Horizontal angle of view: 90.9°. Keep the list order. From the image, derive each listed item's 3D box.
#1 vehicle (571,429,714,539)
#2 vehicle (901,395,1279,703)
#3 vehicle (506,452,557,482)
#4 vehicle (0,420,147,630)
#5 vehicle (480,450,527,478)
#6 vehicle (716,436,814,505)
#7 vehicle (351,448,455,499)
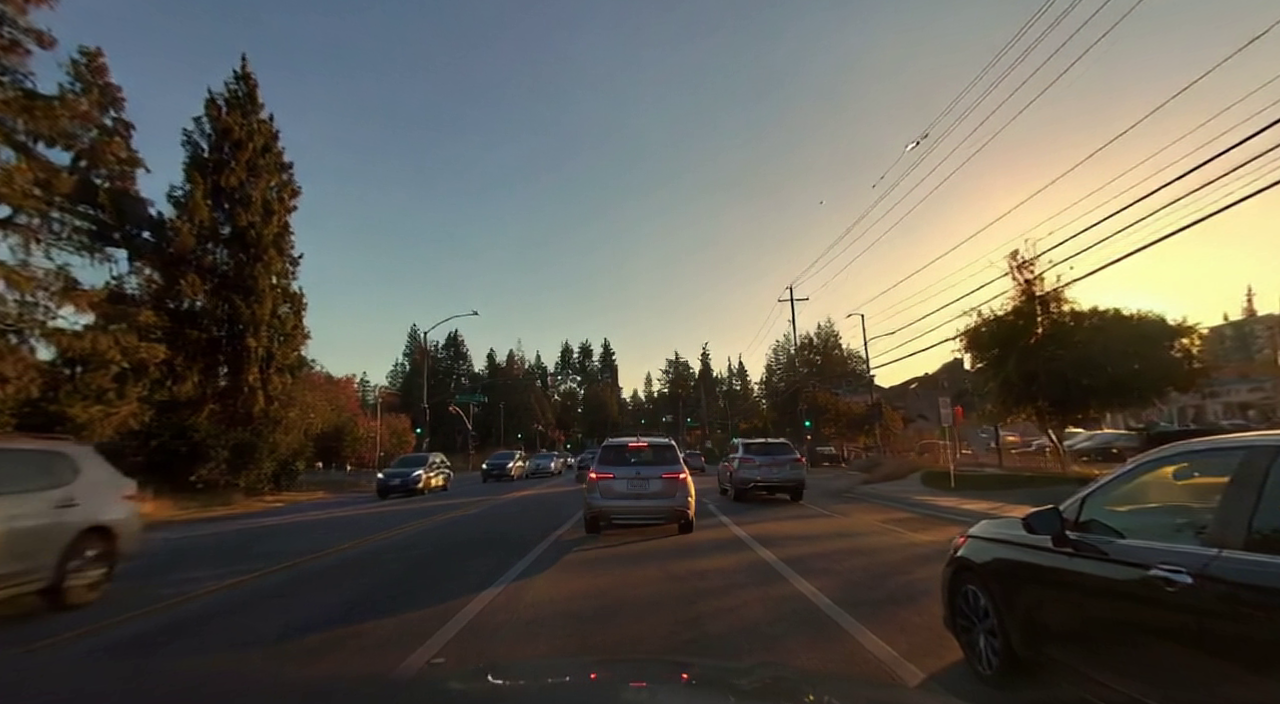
[{"bbox_3d":[0.055,2.342,11.805,2.200,1.653,4.127,0,-8,1],"label":"vehicle"},{"bbox_3d":[2.884,0.963,2.456,1.950,1.487,4.275,0,-8,1],"label":"vehicle"},{"bbox_3d":[-5.916,6.313,34.831,1.974,1.466,4.427,0,-8,1],"label":"vehicle"},{"bbox_3d":[-6.426,1.337,4.514,2.218,1.722,4.397,0,-8,-1],"label":"vehicle"},{"bbox_3d":[-9.636,7.912,44.846,2.188,1.836,4.877,-1,-8,1],"label":"vehicle"},{"bbox_3d":[3.361,3.257,17.754,1.914,1.698,4.049,0,-8,0],"label":"vehicle"},{"bbox_3d":[-9.469,4.866,25.814,2.086,1.850,5.349,-1,-8,1],"label":"vehicle"}]
